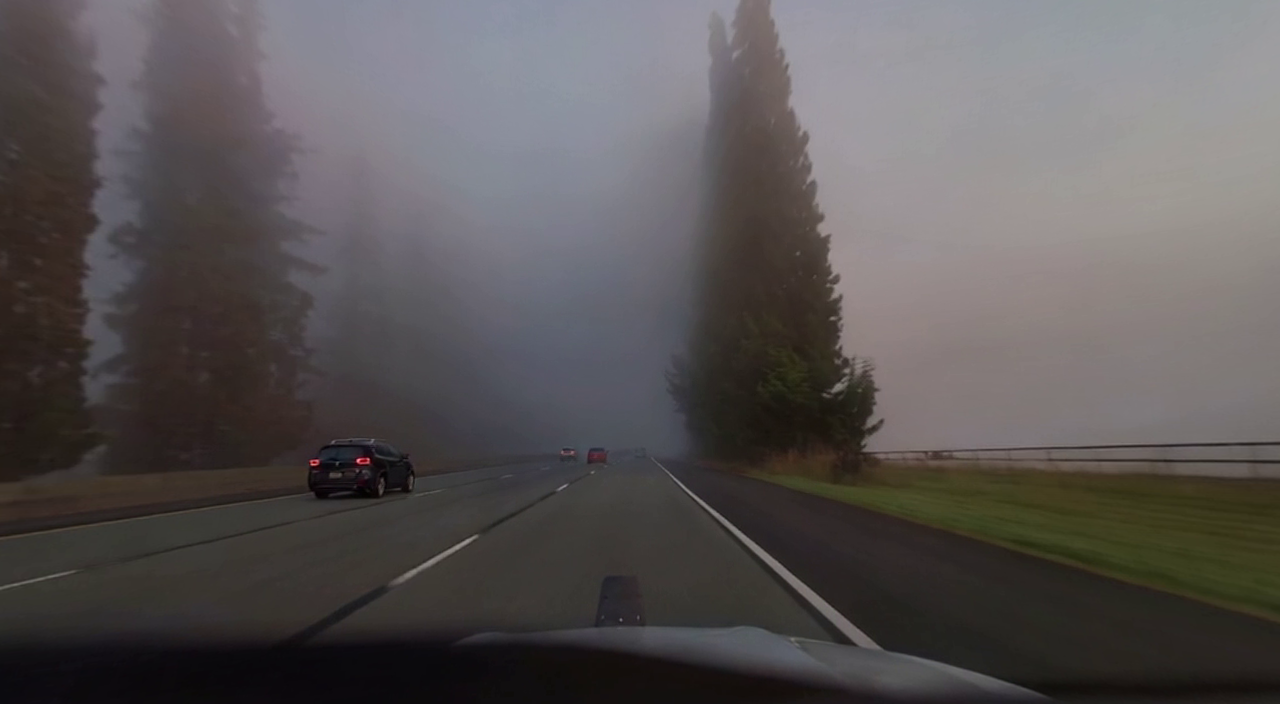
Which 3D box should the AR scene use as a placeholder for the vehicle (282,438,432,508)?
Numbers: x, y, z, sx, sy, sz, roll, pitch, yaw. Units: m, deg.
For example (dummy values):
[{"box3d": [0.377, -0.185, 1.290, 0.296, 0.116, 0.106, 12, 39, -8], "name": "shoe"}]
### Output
[{"box3d": [-7.302, 3.151, 16.816, 2.007, 1.616, 4.141, 0, -9, 1], "name": "vehicle"}]
